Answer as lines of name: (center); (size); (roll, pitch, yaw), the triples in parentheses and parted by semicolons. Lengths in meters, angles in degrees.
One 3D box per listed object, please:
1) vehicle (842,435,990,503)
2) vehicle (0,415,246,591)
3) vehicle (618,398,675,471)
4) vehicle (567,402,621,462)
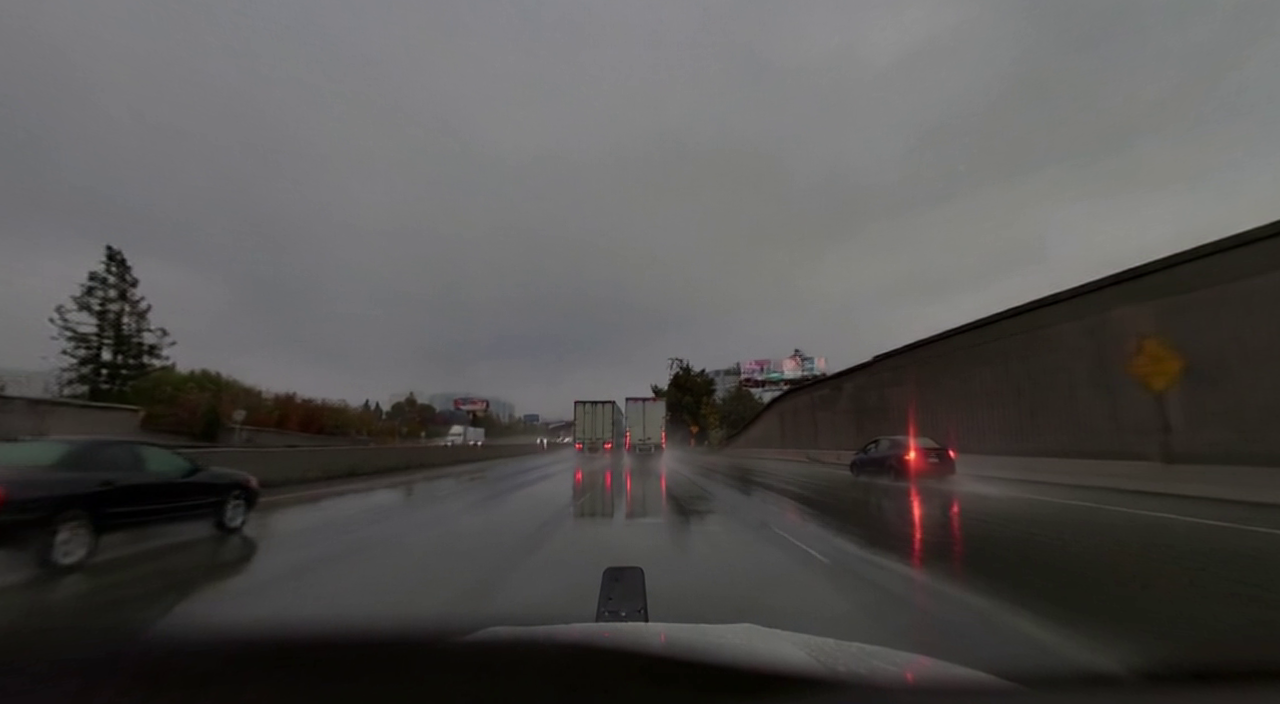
vehicle: (7.181, 3.045, 17.024); (1.969, 1.560, 4.394); (0, -8, -1)
vehicle: (-6.664, 1.470, 6.621); (1.992, 1.547, 4.673); (0, -8, 0)
vehicle: (0.311, 4.997, 39.905); (3.054, 3.944, 11.230); (0, -5, 0)
vehicle: (-3.230, 6.064, 47.439); (2.962, 3.947, 11.574); (0, -8, 1)
